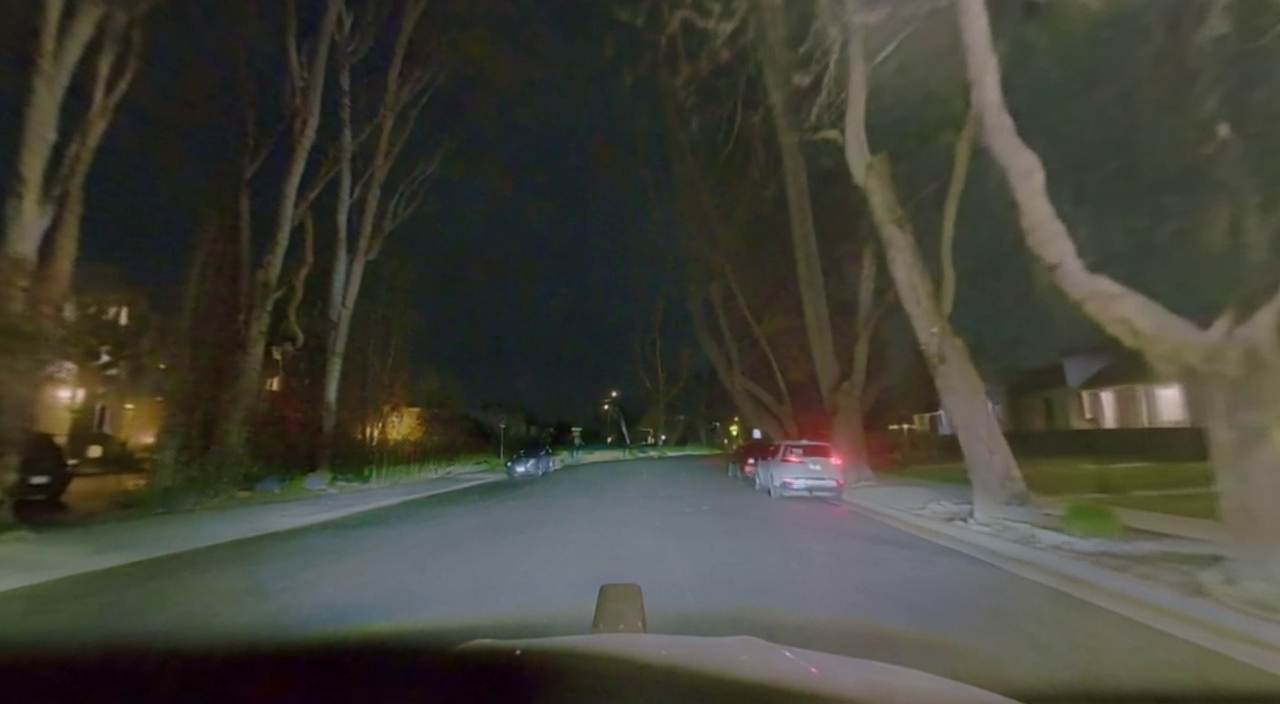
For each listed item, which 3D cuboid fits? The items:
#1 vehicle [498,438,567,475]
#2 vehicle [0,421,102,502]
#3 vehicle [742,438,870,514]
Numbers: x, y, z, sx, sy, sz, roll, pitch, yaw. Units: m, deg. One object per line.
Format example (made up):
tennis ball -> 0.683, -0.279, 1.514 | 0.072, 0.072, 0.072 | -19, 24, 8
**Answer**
vehicle -> -5.021, 5.039, 29.921 | 1.943, 1.433, 4.717 | -6, -11, 5
vehicle -> -15.016, 2.421, 14.100 | 4.582, 1.616, 1.869 | -2, -8, 11
vehicle -> 3.617, 2.751, 14.647 | 2.088, 1.429, 4.796 | -1, -8, 6
